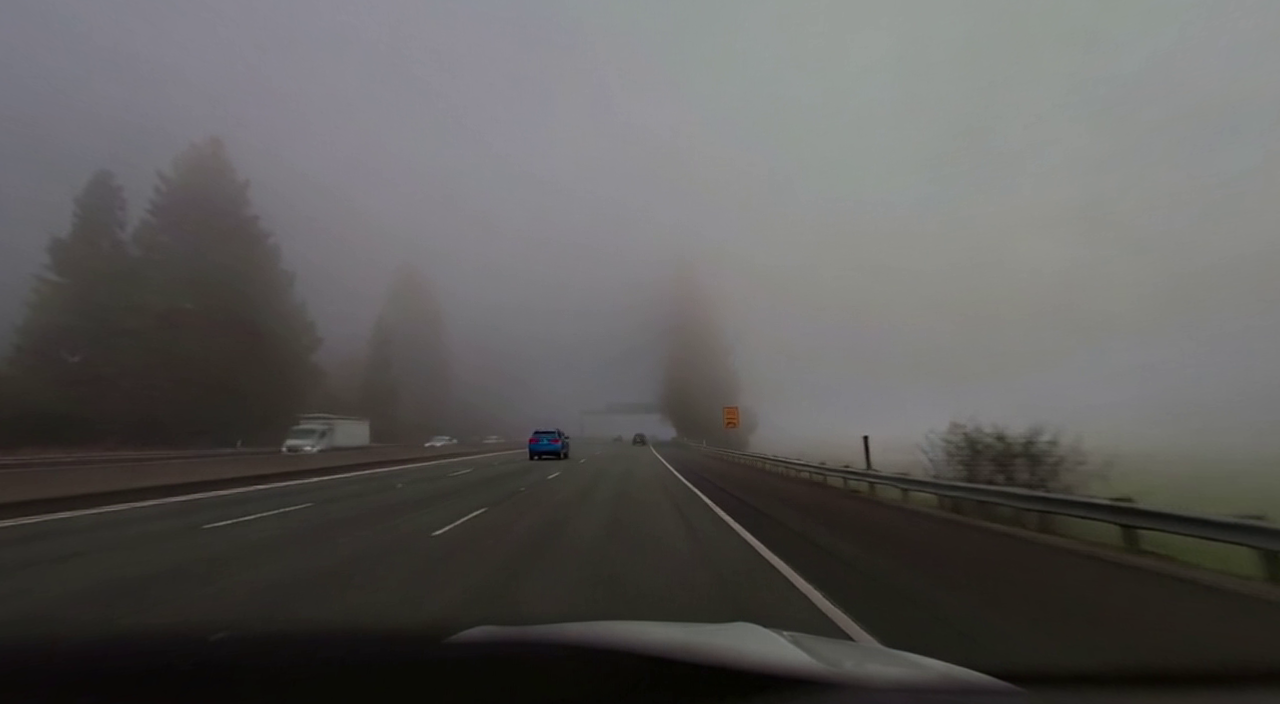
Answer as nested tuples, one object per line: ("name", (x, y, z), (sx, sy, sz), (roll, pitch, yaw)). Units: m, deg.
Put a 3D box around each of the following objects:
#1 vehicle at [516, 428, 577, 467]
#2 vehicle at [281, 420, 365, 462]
("vehicle", (-4.231, 4.377, 29.137), (2.052, 1.626, 4.514), (0, -8, 1))
("vehicle", (-20.177, 5.686, 40.511), (2.278, 2.502, 5.936), (0, -8, 0))
